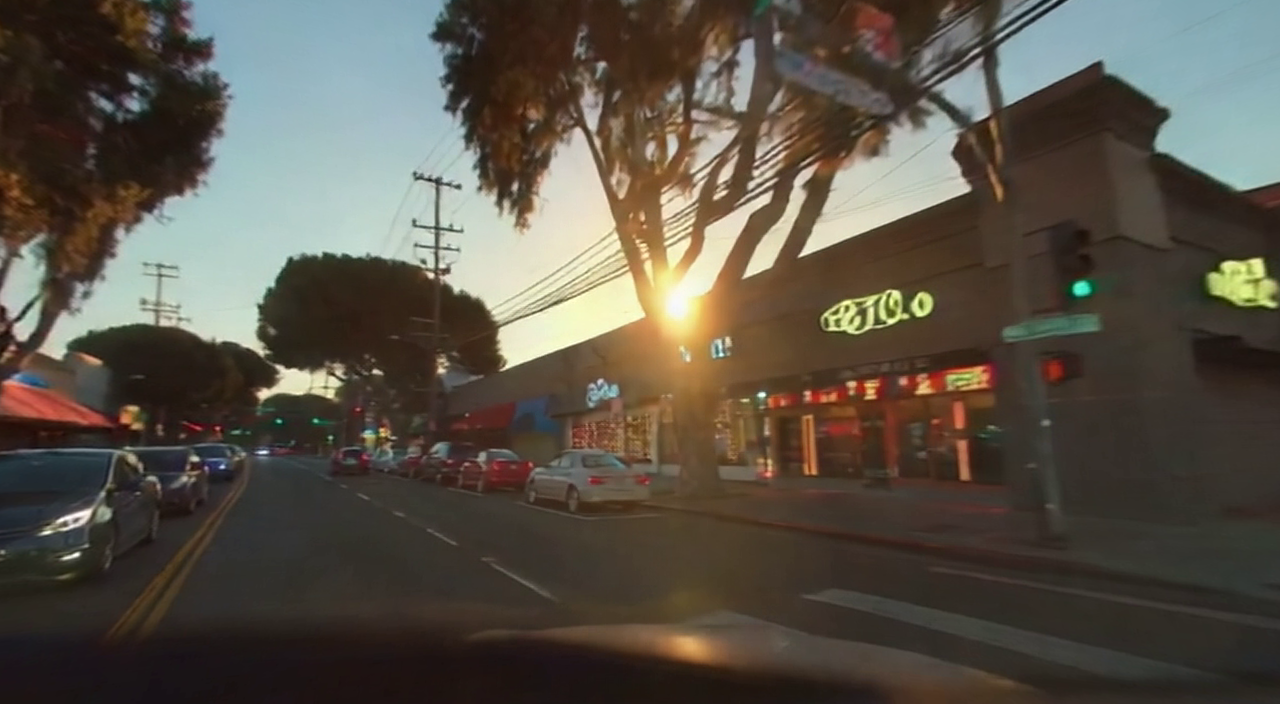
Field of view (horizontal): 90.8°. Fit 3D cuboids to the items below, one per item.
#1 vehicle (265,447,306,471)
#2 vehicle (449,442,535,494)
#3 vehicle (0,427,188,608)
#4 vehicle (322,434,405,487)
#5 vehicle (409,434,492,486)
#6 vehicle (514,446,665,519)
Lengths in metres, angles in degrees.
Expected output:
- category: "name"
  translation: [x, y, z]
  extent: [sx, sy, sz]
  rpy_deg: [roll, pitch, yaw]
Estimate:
- category: "vehicle"
  translation: [-23.118, 6.911, 41.072]
  extent: [2.050, 1.400, 4.666]
  rpy_deg: [5, -10, -31]
- category: "vehicle"
  translation: [-5.488, 4.172, 23.122]
  extent: [1.882, 1.704, 4.055]
  rpy_deg: [5, -10, -30]
- category: "vehicle"
  translation: [-7.189, 1.829, 7.770]
  extent: [2.087, 1.646, 4.563]
  rpy_deg: [4, -10, -29]
- category: "vehicle"
  translation: [-11.291, 4.344, 25.619]
  extent: [2.440, 1.882, 4.611]
  rpy_deg: [5, -10, -30]
- category: "vehicle"
  translation: [-8.386, 4.666, 27.592]
  extent: [2.243, 1.992, 5.087]
  rpy_deg: [5, -10, -30]
- category: "vehicle"
  translation: [-1.491, 3.230, 16.297]
  extent: [2.059, 1.550, 4.703]
  rpy_deg: [4, -10, -29]
